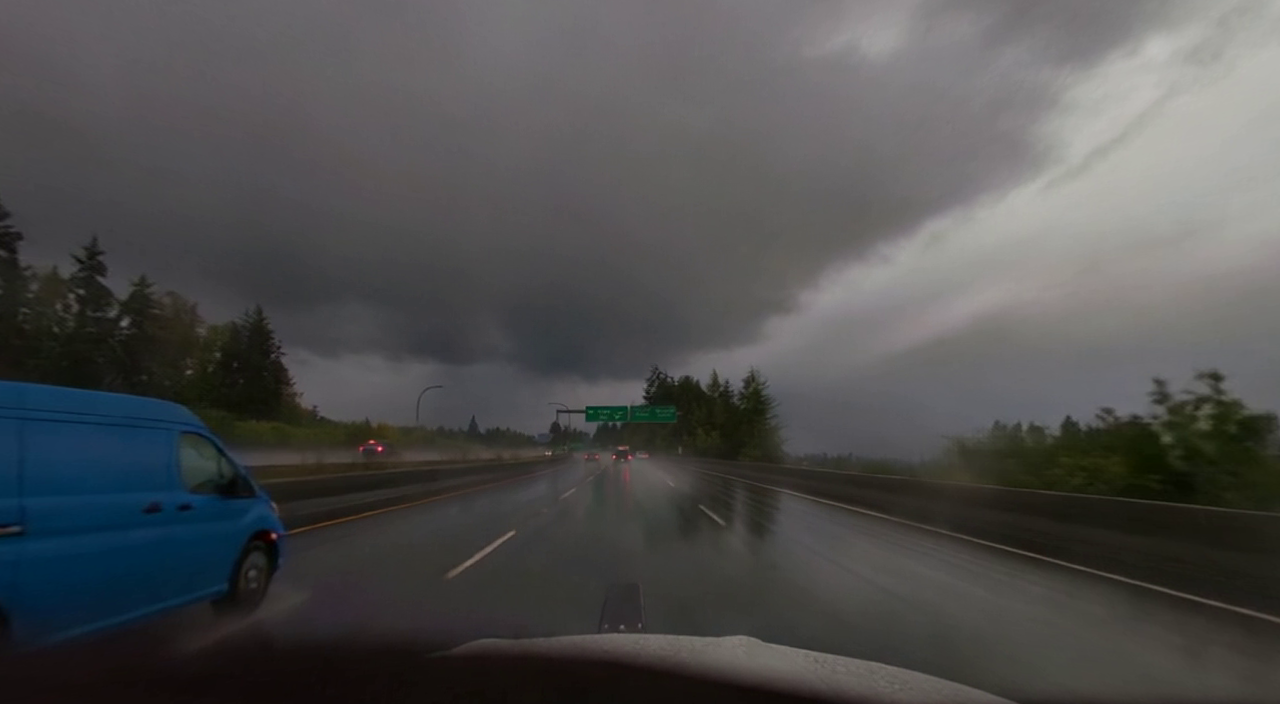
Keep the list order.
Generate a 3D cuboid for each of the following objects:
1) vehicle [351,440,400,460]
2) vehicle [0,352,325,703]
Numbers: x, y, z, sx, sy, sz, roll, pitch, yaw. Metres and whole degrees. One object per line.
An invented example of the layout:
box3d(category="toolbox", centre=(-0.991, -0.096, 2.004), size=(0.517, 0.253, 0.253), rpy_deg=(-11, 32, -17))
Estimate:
box3d(category="vehicle", centre=(-19.933, 7.402, 47.668), size=(1.901, 1.465, 4.173), rpy_deg=(0, -9, 0))
box3d(category="vehicle", centre=(-4.155, 1.067, 4.104), size=(1.971, 1.795, 4.389), rpy_deg=(0, -9, -1))
